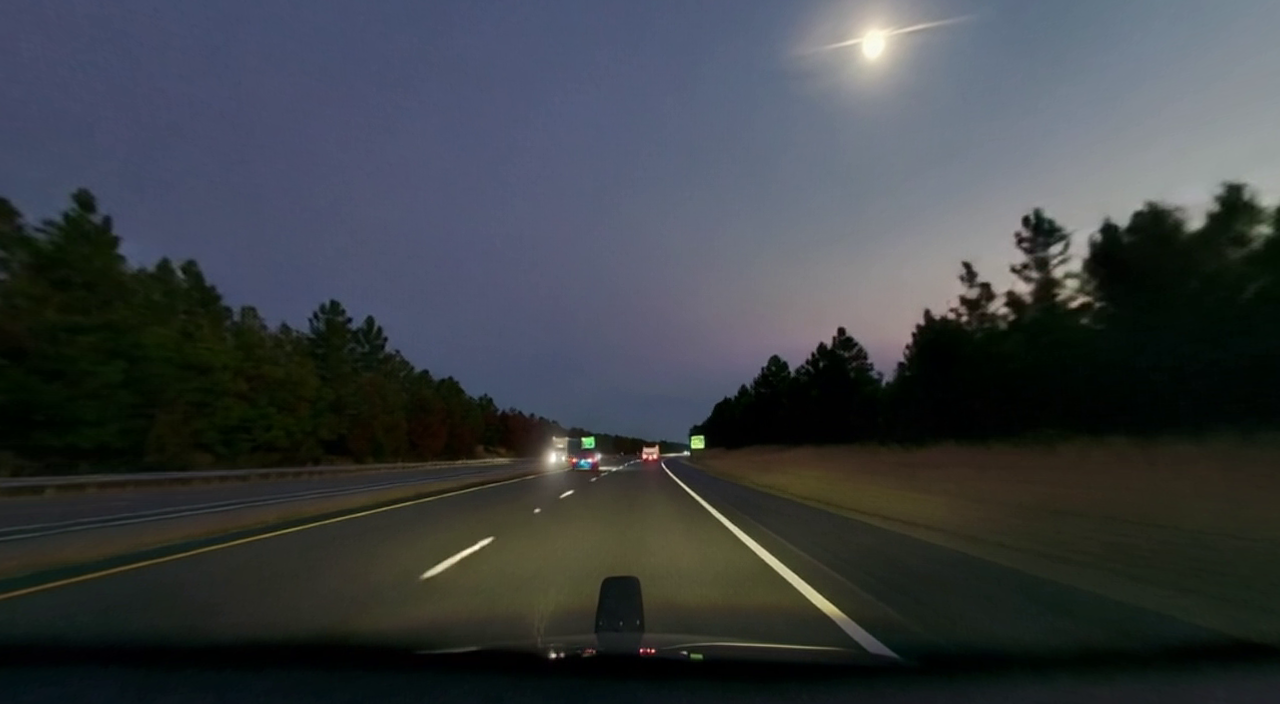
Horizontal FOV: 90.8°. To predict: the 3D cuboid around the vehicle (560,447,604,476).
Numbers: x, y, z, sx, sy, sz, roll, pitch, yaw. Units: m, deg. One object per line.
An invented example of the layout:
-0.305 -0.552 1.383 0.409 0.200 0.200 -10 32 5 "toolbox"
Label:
-3.377 6.447 37.304 2.088 1.586 4.000 0 -9 2 "vehicle"
